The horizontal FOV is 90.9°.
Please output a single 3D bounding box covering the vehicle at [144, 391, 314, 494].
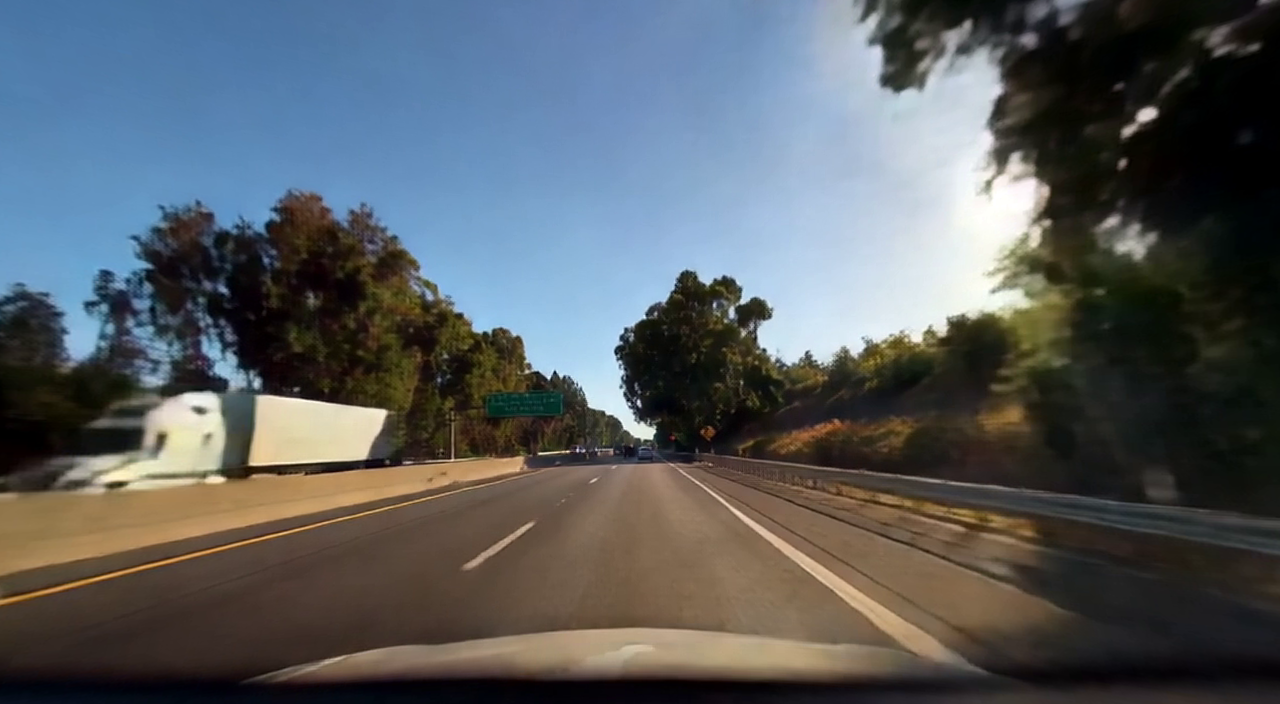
[{"bbox_3d":[-17.489,3.926,27.451,3.114,3.968,5.995,0,-9,0],"label":"vehicle"}]
